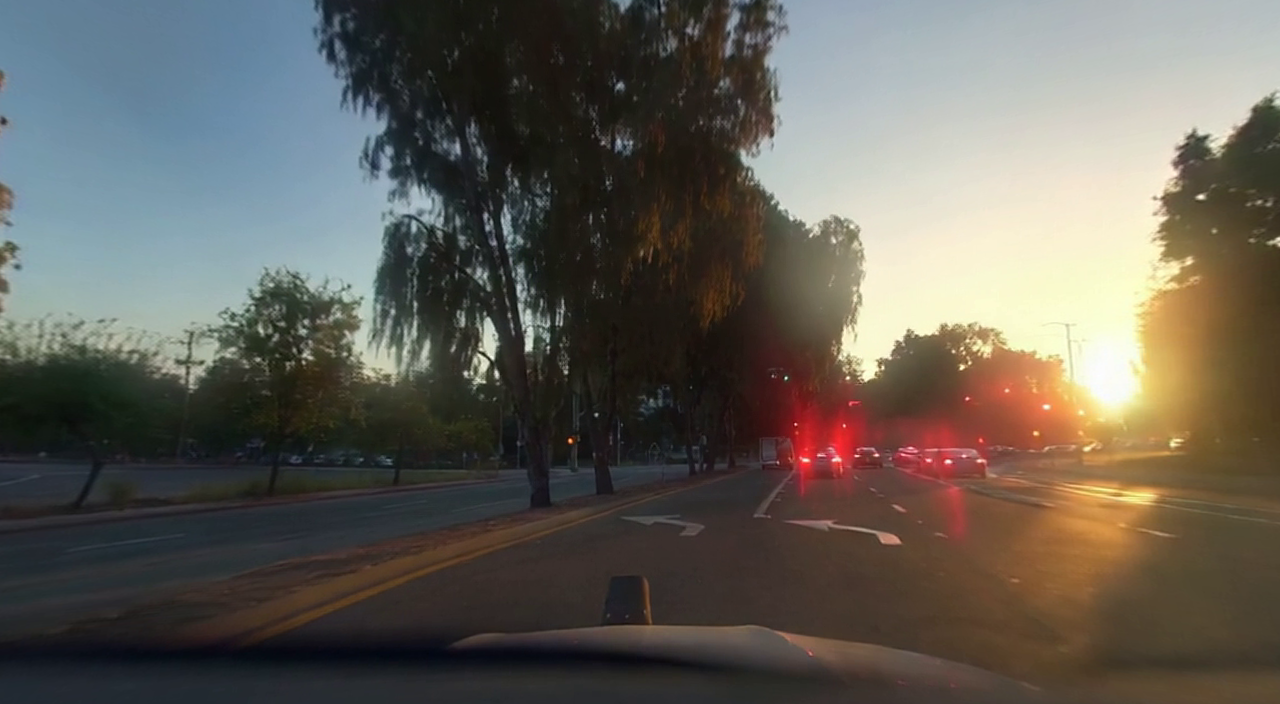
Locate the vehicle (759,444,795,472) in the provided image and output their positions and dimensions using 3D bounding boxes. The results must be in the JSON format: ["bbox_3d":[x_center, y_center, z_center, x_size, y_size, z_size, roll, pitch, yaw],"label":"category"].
[{"bbox_3d":[9.660,7.370,44.102,2.245,1.800,4.522,-2,-9,14],"label":"vehicle"}]

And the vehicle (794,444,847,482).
[{"bbox_3d":[8.189,5.012,28.742,2.078,1.578,4.107,-3,-9,15],"label":"vehicle"}]

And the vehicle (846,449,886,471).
[{"bbox_3d":[15.521,7.423,43.506,2.063,1.476,4.361,-3,-9,14],"label":"vehicle"}]

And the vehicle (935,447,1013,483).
[{"bbox_3d":[14.320,4.847,27.289,1.884,1.422,4.262,-3,-9,13],"label":"vehicle"}]

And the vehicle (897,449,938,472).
[{"bbox_3d":[19.299,7.565,44.047,1.901,1.484,4.093,-2,-9,14],"label":"vehicle"}]
